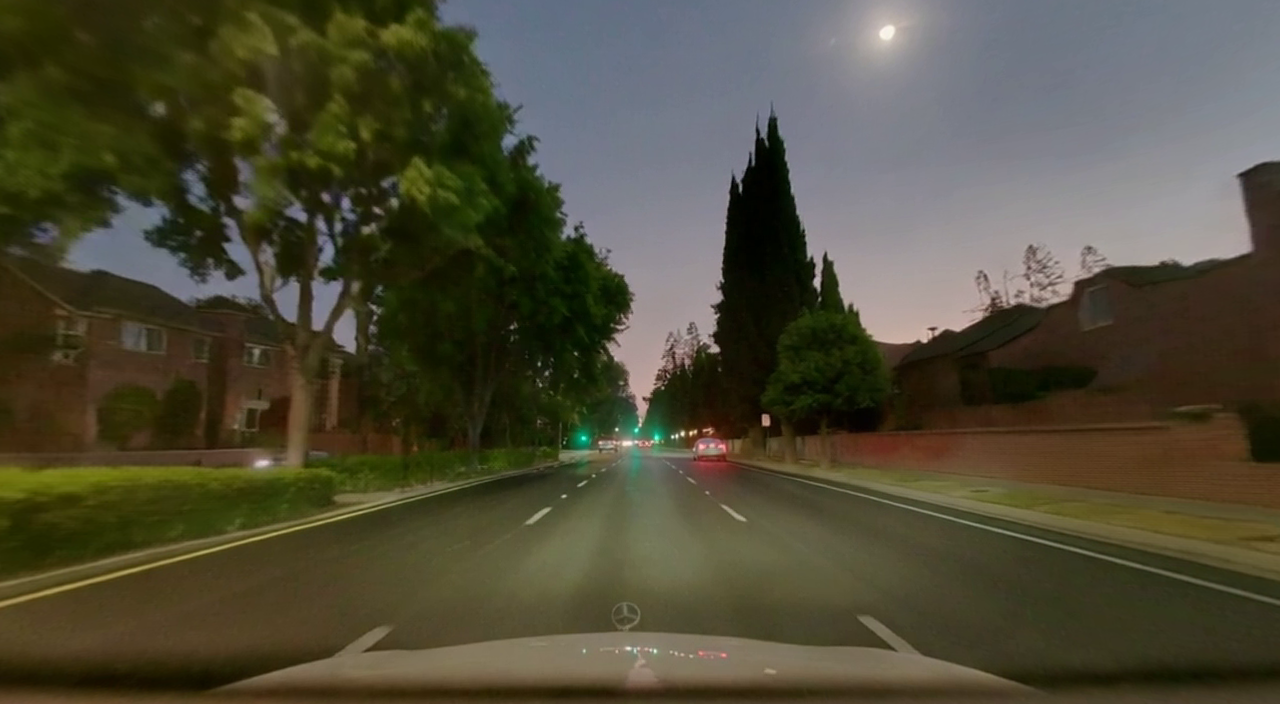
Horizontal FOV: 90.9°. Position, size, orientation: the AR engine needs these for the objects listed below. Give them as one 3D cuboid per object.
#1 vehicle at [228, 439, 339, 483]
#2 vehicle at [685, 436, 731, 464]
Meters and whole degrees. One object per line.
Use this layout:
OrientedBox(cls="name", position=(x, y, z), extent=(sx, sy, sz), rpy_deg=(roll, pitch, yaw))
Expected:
OrientedBox(cls="vehicle", position=(-17.117, 5.229, 30.675), extent=(2.208, 1.899, 5.269), rpy_deg=(0, -8, 1))
OrientedBox(cls="vehicle", position=(4.050, 5.919, 38.264), extent=(2.237, 1.578, 4.621), rpy_deg=(0, -8, -1))
